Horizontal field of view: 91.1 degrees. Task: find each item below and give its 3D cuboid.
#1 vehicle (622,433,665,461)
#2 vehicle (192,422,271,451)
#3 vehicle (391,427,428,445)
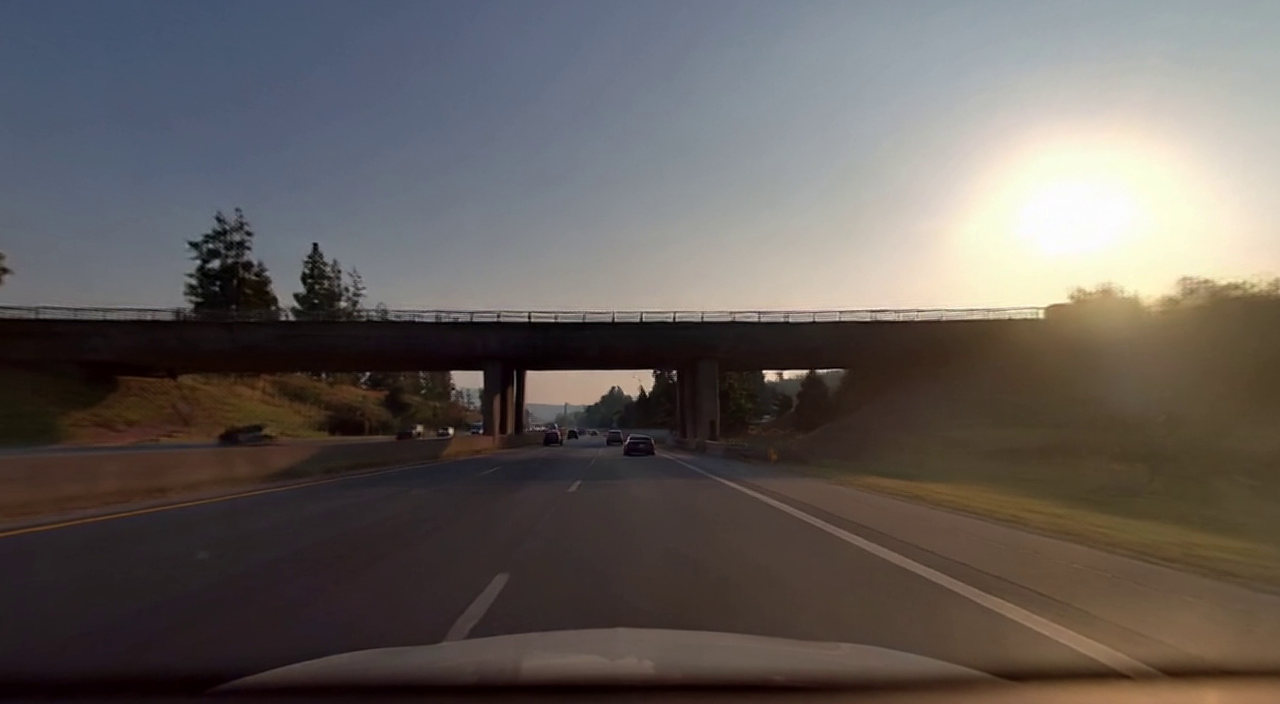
[{"bbox_3d":[0.091,4.809,32.174,1.999,1.329,3.913,0,-8,-3],"label":"vehicle"},{"bbox_3d":[-21.287,4.419,32.932,1.746,1.401,3.823,1,-8,-4],"label":"vehicle"},{"bbox_3d":[-17.773,6.480,48.557,1.622,1.361,3.497,0,-8,-2],"label":"vehicle"}]
